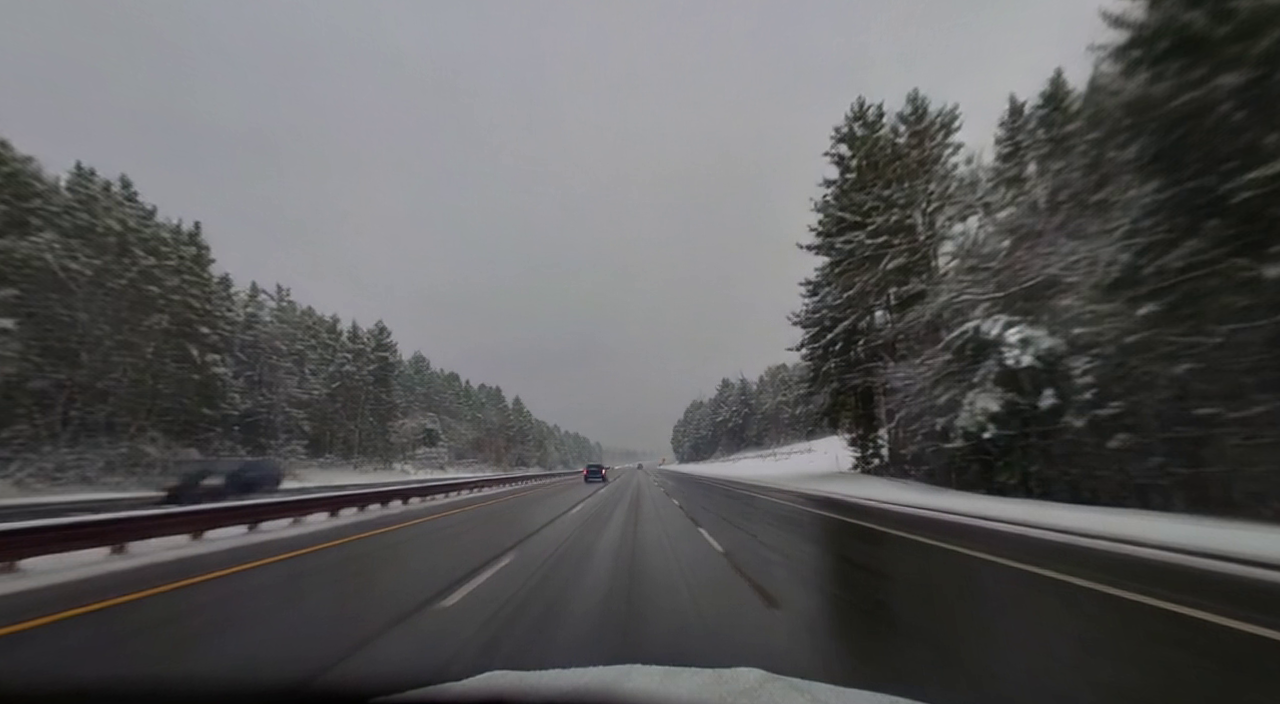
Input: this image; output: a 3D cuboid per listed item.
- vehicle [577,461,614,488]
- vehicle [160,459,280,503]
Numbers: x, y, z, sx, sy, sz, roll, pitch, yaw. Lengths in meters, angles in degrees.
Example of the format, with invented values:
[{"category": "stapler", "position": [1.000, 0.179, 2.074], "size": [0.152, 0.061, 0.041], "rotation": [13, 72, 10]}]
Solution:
[{"category": "vehicle", "position": [-2.687, 7.602, 39.101], "size": [1.900, 1.550, 4.146], "rotation": [0, -10, 2]}, {"category": "vehicle", "position": [-16.151, 4.971, 24.521], "size": [1.746, 1.523, 4.253], "rotation": [1, -11, -1]}]
